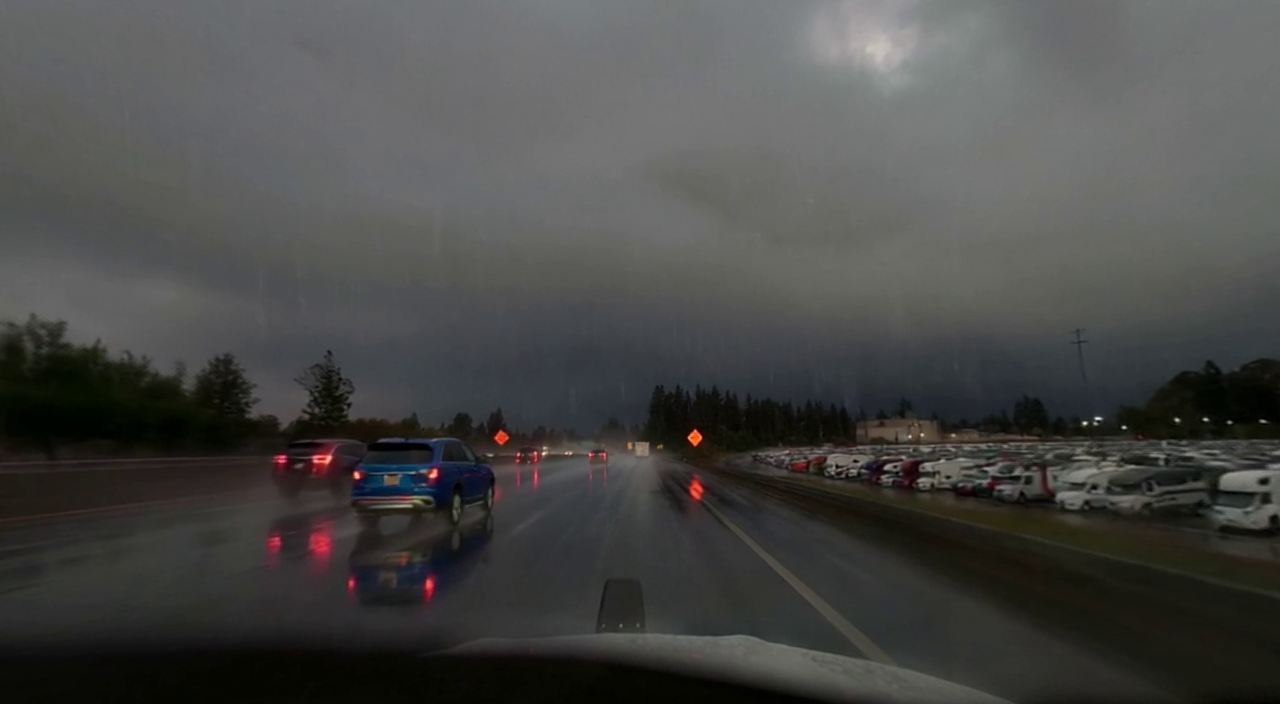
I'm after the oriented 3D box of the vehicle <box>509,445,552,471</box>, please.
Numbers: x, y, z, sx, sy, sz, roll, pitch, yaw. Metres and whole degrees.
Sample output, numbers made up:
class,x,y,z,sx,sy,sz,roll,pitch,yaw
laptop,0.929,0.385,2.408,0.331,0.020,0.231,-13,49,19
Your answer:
class,x,y,z,sx,sy,sz,roll,pitch,yaw
vehicle,-7.384,7.203,42.941,2.046,1.644,4.422,0,-9,2

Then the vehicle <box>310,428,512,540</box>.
class,x,y,z,sx,sy,sz,roll,pitch,yaw
vehicle,-3.918,2.331,11.735,2.070,1.665,4.213,0,-9,1
